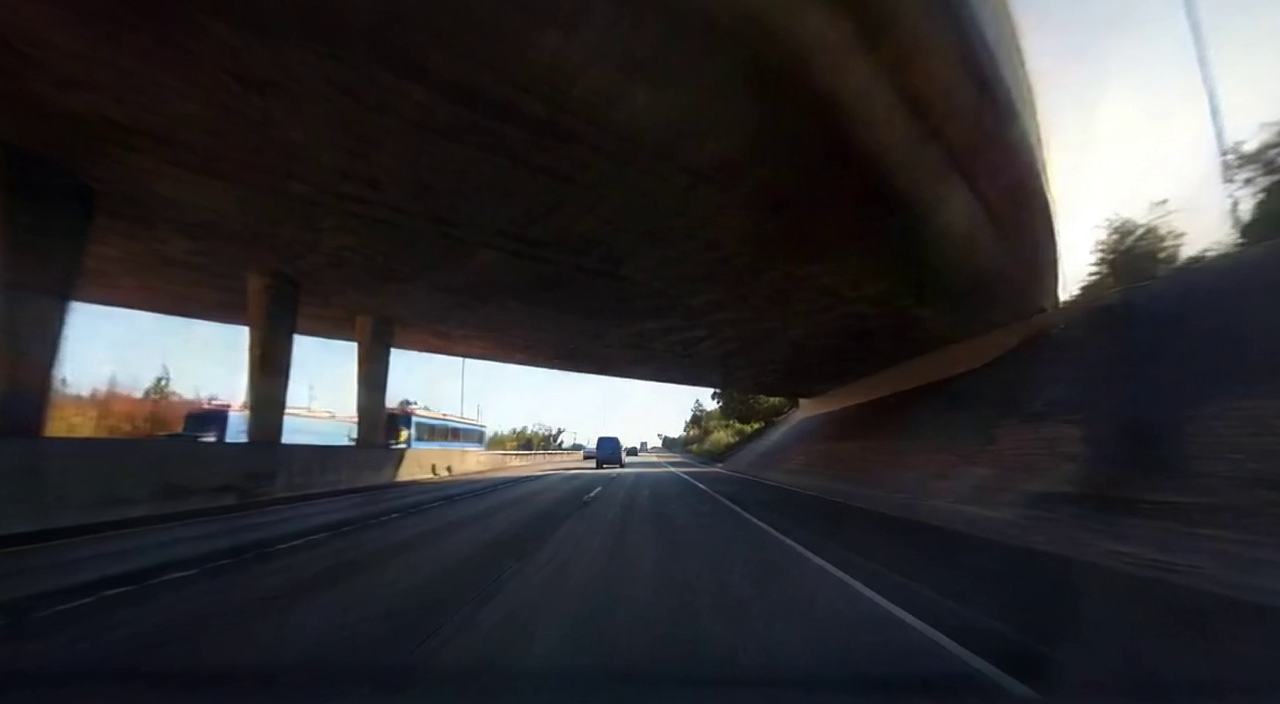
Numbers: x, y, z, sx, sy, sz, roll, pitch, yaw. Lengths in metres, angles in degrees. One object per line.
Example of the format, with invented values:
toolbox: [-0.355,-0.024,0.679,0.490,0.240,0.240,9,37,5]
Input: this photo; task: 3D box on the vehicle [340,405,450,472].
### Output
vehicle: [-15.826,5.845,41.923,3.075,3.898,10.038,0,-9,1]

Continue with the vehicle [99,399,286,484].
vehicle: [-23.103,4.819,33.542,3.029,3.844,9.059,0,-9,1]
